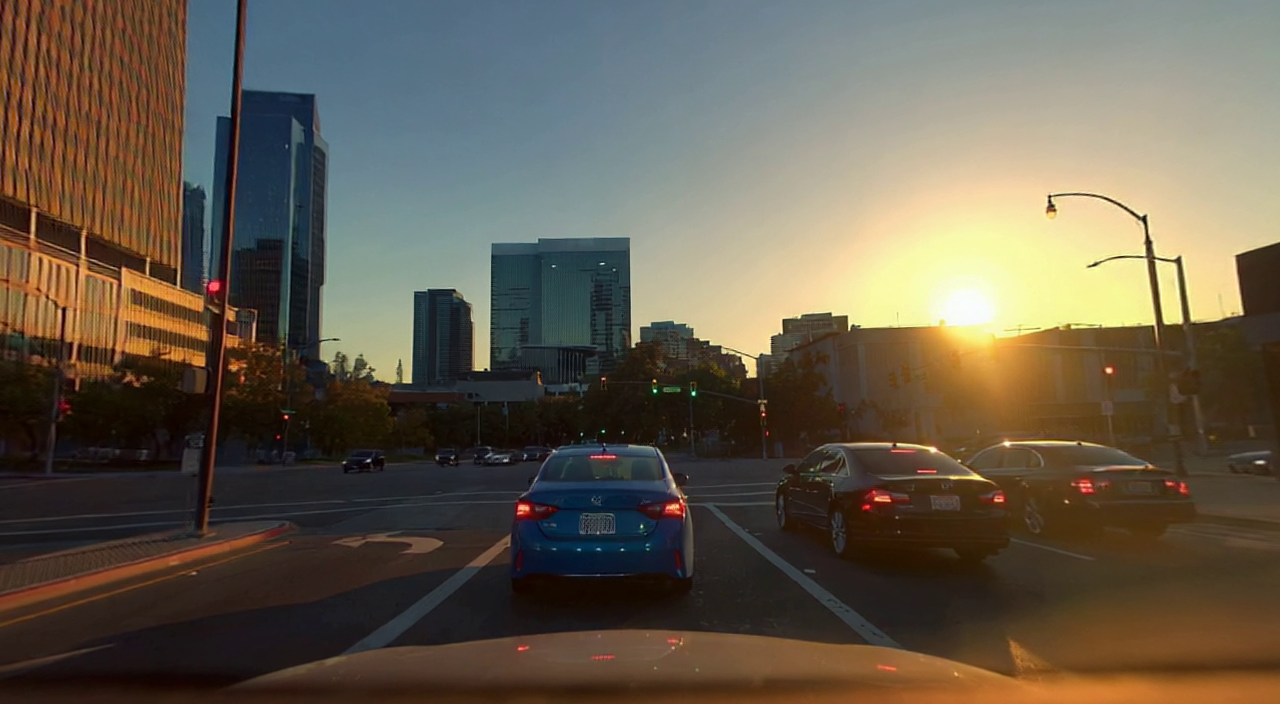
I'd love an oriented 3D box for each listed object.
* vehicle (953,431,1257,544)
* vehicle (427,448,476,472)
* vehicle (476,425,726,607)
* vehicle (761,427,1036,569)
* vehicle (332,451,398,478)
[{"bbox_3d":[7.444,2.165,10.784,1.908,1.517,4.182,0,-8,-1],"label":"vehicle"},{"bbox_3d":[-13.052,7.497,43.975,2.049,1.483,4.407,0,-8,0],"label":"vehicle"},{"bbox_3d":[-0.369,1.654,7.286,2.059,1.477,3.988,0,-8,-1],"label":"vehicle"},{"bbox_3d":[3.215,1.888,8.967,2.042,1.508,4.109,0,-8,-2],"label":"vehicle"},{"bbox_3d":[-16.781,6.874,38.736,2.048,1.463,4.530,0,-8,-1],"label":"vehicle"}]
